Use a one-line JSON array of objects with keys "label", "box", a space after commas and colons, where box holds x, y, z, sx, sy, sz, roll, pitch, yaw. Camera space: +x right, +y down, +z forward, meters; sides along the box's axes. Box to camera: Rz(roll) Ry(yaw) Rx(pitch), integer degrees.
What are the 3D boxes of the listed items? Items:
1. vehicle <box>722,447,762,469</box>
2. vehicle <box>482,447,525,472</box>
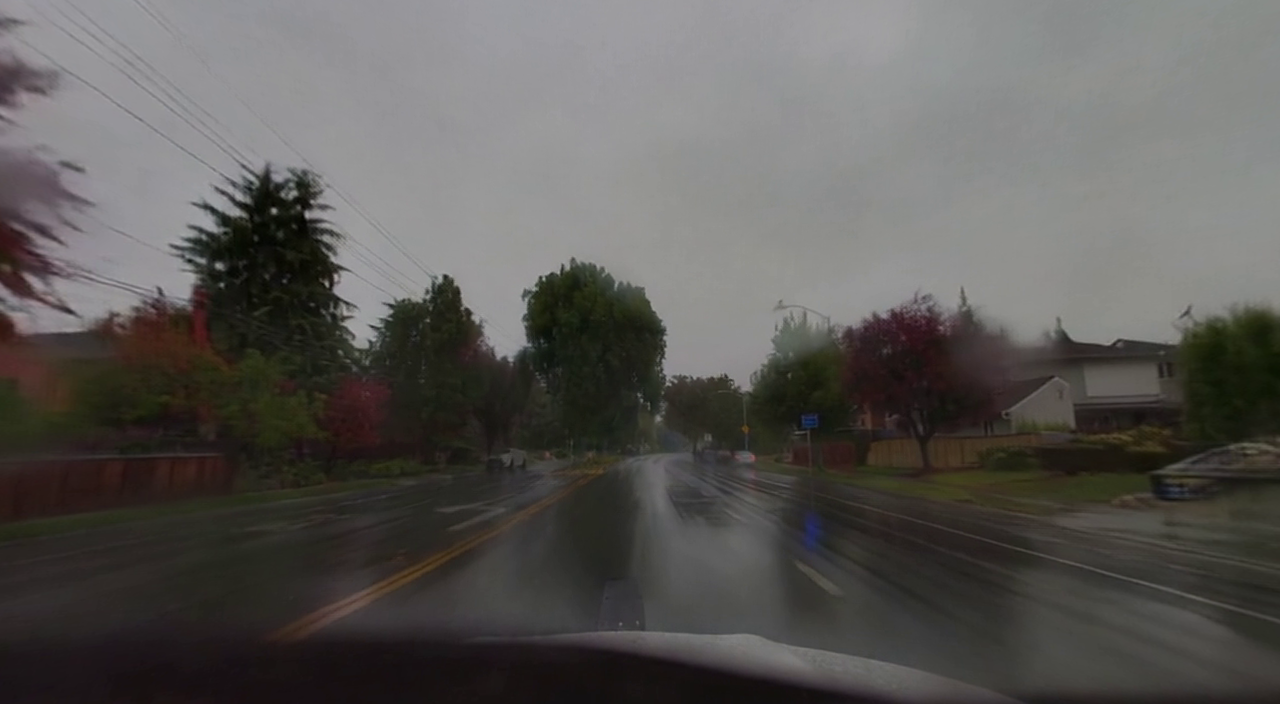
[{"label": "vehicle", "box": [6.977, 7.288, 43.639, 1.946, 1.404, 4.609, 0, -8, 0]}, {"label": "vehicle", "box": [-10.530, 8.321, 49.119, 2.095, 1.815, 4.726, -1, -8, 3]}]
